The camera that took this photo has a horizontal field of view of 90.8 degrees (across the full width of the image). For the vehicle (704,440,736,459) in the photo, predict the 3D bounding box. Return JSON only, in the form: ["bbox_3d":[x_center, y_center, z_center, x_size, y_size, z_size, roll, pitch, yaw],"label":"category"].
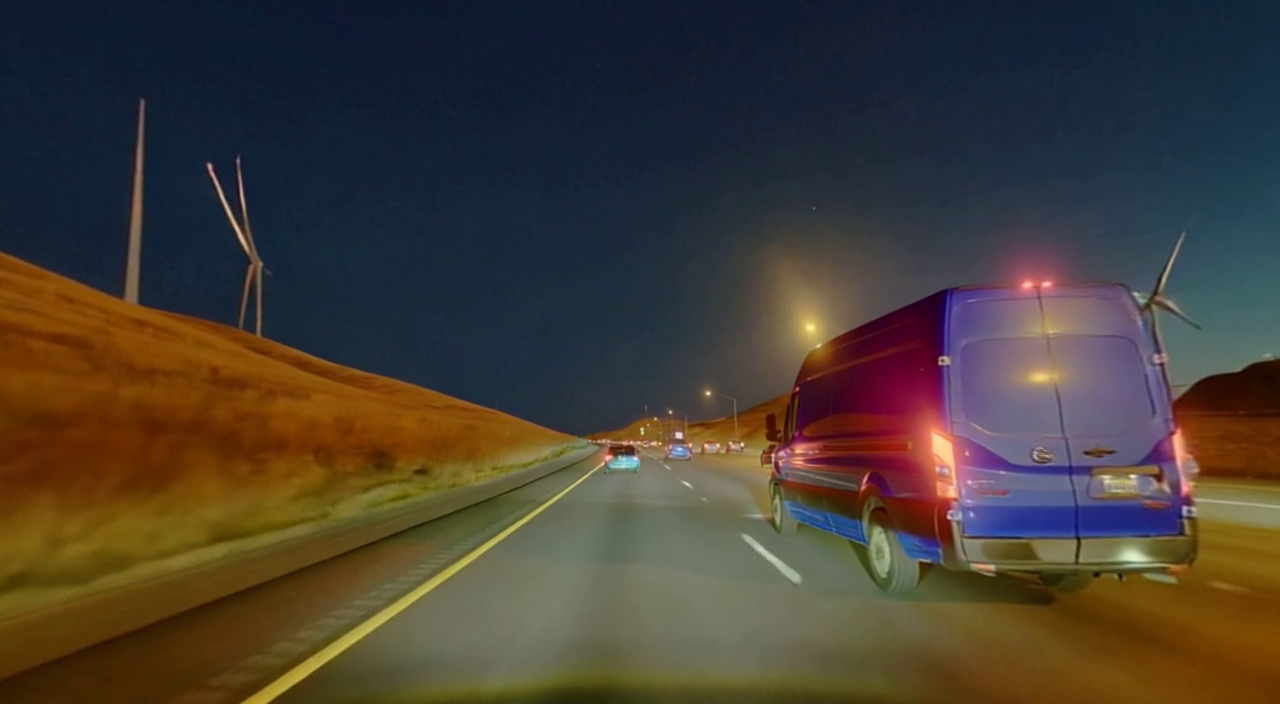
[{"bbox_3d":[6.284,7.703,49.949,1.850,1.475,4.460,0,-8,-2],"label":"vehicle"}]

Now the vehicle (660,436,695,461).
[{"bbox_3d":[2.628,6.912,45.193,2.108,1.717,3.996,0,-8,-1],"label":"vehicle"}]

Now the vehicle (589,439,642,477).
[{"bbox_3d":[-0.983,4.417,26.537,2.082,1.445,3.826,0,-8,-1],"label":"vehicle"}]

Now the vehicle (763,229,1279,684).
[{"bbox_3d":[3.067,0.968,6.555,2.365,2.630,5.754,0,-8,0],"label":"vehicle"}]

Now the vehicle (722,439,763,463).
[{"bbox_3d":[6.812,6.634,42.405,1.858,1.475,4.421,0,-8,-2],"label":"vehicle"}]
